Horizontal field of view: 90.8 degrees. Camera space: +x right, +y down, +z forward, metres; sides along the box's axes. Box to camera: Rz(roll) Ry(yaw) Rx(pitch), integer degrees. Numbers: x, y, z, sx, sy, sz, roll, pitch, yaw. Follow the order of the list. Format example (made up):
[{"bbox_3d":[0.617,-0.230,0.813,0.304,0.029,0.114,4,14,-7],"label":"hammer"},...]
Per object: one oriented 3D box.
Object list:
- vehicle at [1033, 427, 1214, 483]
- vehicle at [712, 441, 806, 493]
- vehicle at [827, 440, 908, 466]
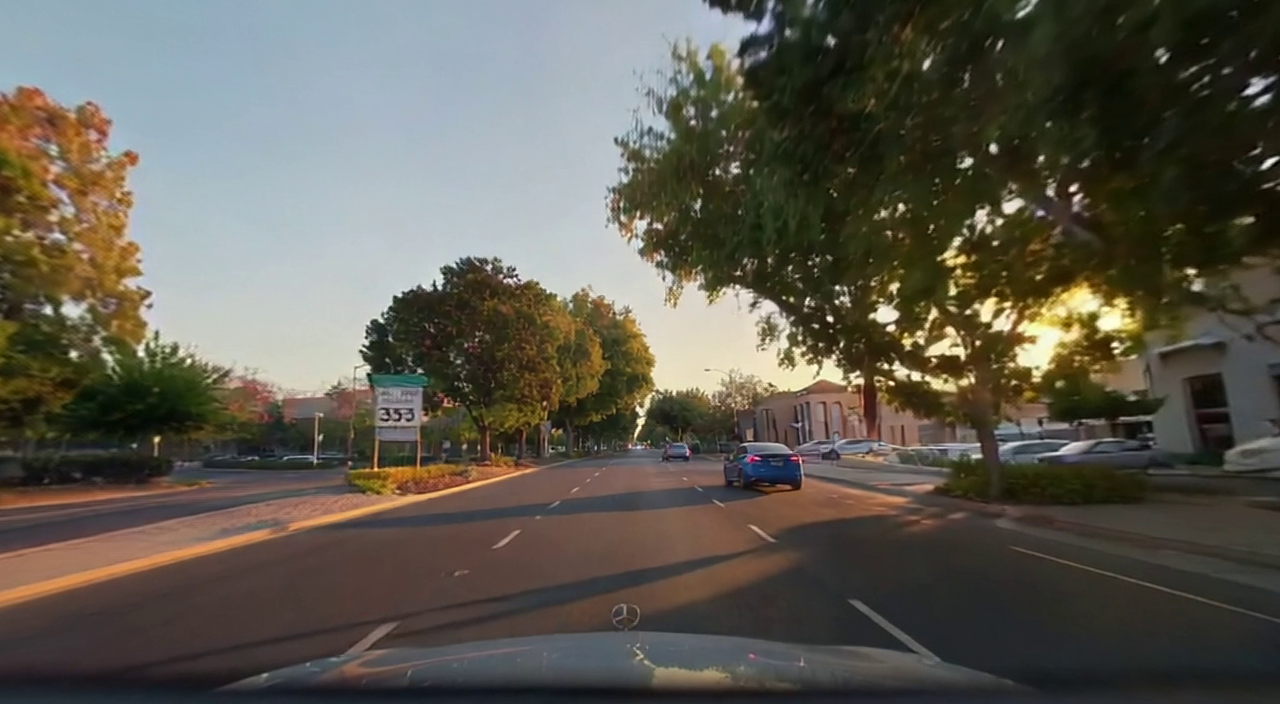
[{"bbox_3d":[15.403,3.289,20.328,4.112,1.642,2.055,0,-8,-2],"label":"vehicle"},{"bbox_3d":[3.699,3.661,20.611,2.033,1.482,4.571,0,-8,-2],"label":"vehicle"},{"bbox_3d":[15.792,7.037,44.016,4.684,1.448,2.090,-4,-8,-2],"label":"vehicle"}]
